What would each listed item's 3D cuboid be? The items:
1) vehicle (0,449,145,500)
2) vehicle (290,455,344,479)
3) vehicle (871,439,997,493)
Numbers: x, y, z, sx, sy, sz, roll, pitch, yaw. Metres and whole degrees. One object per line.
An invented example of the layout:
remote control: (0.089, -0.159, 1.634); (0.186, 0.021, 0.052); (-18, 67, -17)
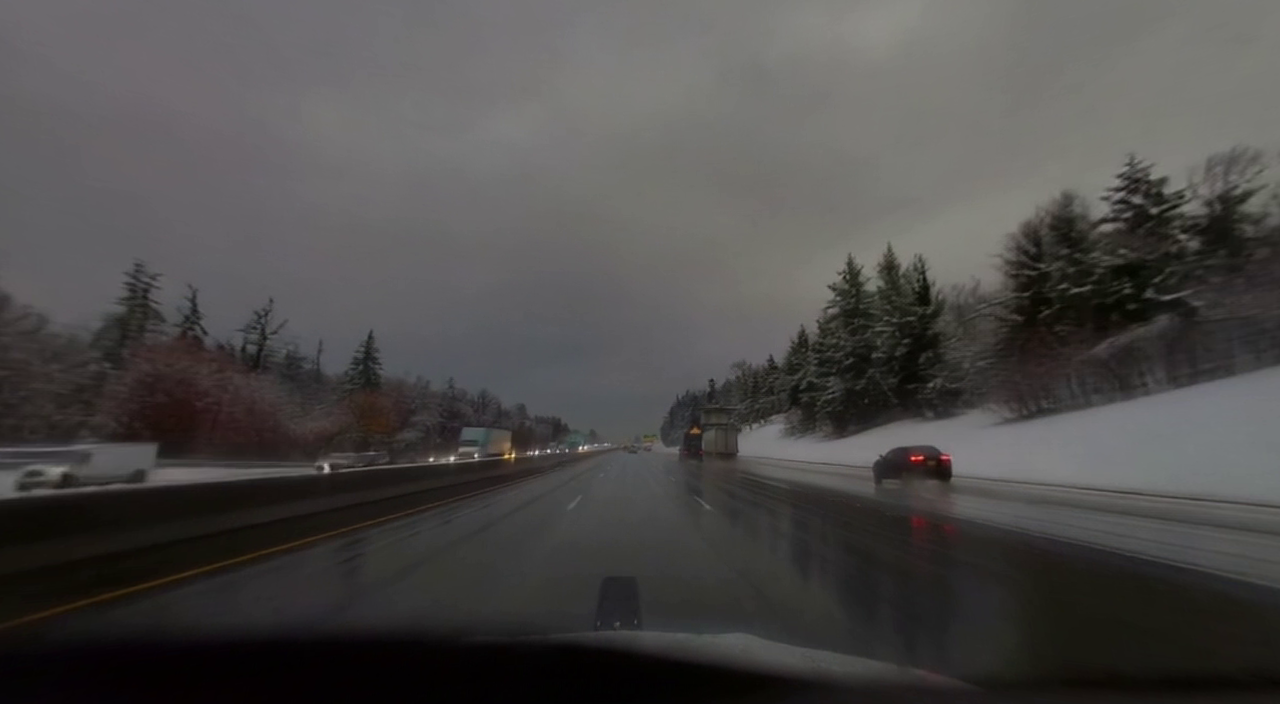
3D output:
vehicle: (-25.907, 5.522, 28.946); (2.226, 2.108, 5.262); (0, -9, -5)
vehicle: (-23.791, 8.454, 46.527); (1.899, 1.625, 4.527); (0, -9, -4)
vehicle: (9.901, 3.860, 21.694); (1.950, 1.632, 4.845); (0, -9, 0)
